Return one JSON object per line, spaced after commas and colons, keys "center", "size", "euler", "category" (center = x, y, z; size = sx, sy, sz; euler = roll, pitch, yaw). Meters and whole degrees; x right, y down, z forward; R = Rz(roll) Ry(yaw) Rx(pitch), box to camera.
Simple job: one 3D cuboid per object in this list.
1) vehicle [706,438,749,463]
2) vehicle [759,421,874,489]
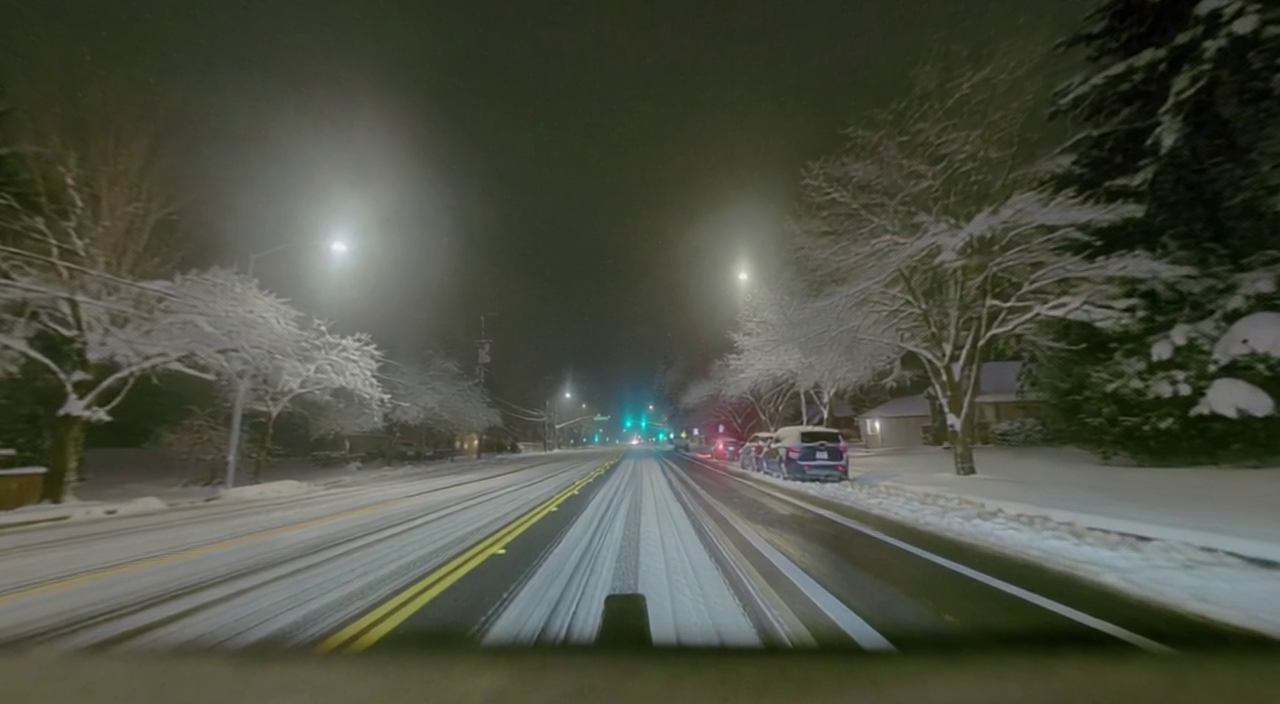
{"center": [5.561, 6.312, 40.504], "size": [1.935, 1.453, 4.488], "euler": [0, -8, -3], "category": "vehicle"}
{"center": [5.180, 3.094, 19.262], "size": [2.160, 1.800, 4.646], "euler": [0, -8, 0], "category": "vehicle"}
